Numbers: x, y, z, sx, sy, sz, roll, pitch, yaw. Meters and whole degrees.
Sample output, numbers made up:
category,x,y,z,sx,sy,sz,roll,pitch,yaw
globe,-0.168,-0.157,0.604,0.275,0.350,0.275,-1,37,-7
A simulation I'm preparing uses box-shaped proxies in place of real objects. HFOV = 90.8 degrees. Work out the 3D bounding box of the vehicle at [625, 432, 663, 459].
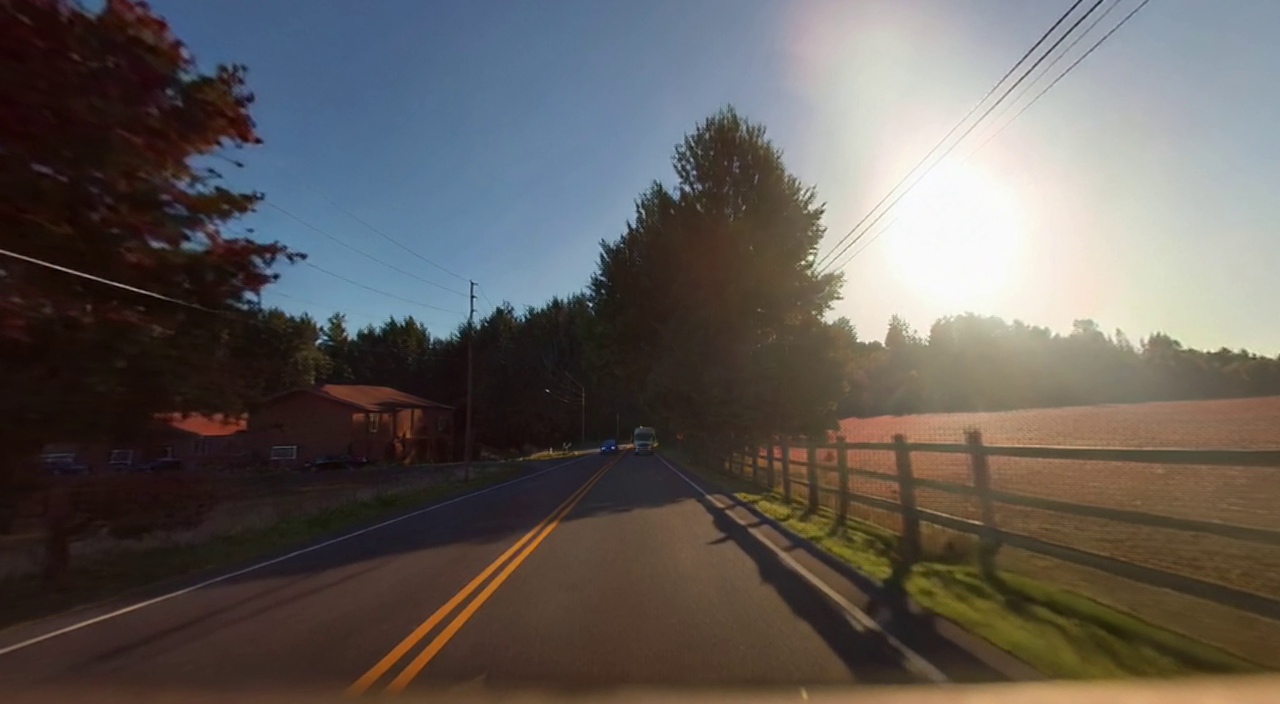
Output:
category,x,y,z,sx,sy,sz,roll,pitch,yaw
vehicle,0.186,7.008,47.307,2.649,1.870,5.885,0,-8,-2
